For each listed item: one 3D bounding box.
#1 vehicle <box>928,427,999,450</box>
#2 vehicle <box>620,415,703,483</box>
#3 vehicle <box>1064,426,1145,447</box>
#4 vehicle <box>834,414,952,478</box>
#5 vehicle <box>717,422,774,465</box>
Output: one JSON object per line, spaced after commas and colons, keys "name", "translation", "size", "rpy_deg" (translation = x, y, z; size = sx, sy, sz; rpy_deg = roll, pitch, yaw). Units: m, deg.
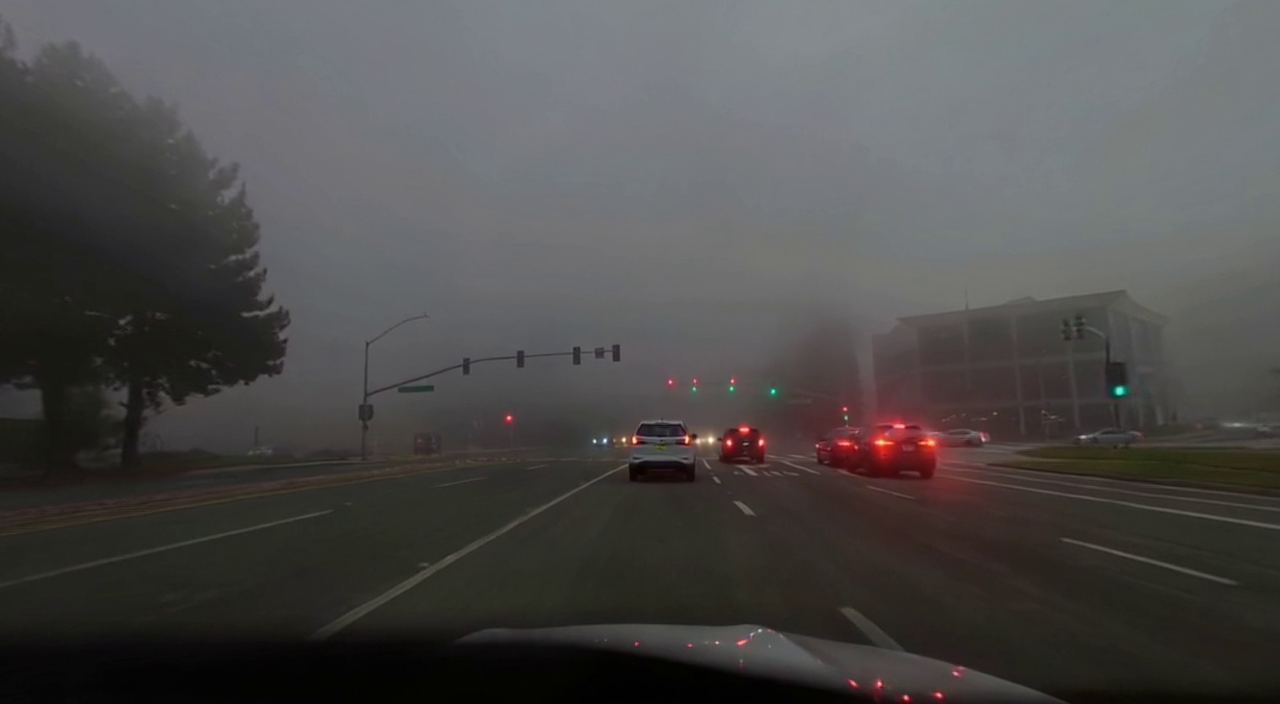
{"name": "vehicle", "translation": [23.514, 6.302, 45.977], "size": [4.482, 1.465, 1.831], "rpy_deg": [-3, -11, 29]}
{"name": "vehicle", "translation": [0.677, 2.904, 18.943], "size": [2.211, 1.795, 4.179], "rpy_deg": [-1, -9, 3]}
{"name": "vehicle", "translation": [34.479, 6.297, 47.071], "size": [4.596, 1.468, 1.785], "rpy_deg": [-5, -10, 31]}
{"name": "vehicle", "translation": [7.873, 3.003, 20.173], "size": [2.074, 1.791, 4.393], "rpy_deg": [-1, -9, 3]}
{"name": "vehicle", "translation": [4.698, 4.199, 28.800], "size": [2.188, 1.774, 4.646], "rpy_deg": [-1, -9, 5]}
